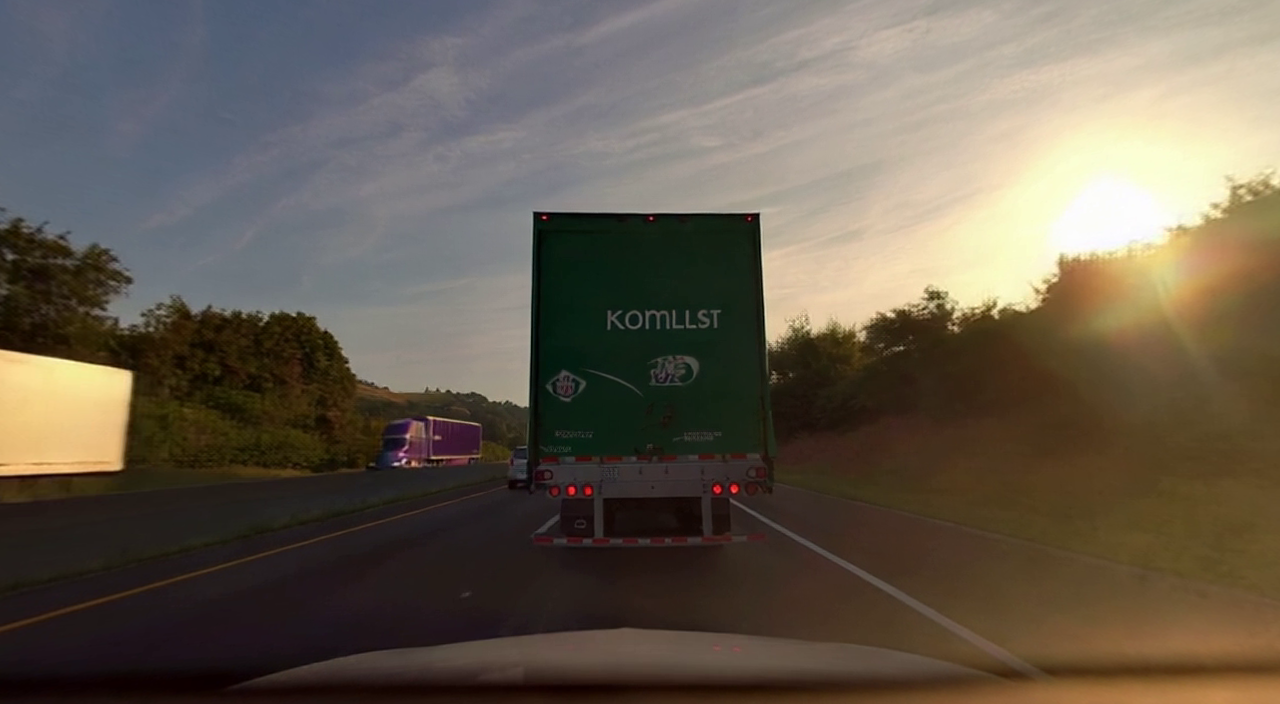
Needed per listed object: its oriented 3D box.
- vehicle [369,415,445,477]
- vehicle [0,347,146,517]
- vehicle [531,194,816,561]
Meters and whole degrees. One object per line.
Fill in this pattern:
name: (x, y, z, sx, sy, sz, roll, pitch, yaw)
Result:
vehicle: (-16.105, 6.581, 44.002, 2.992, 3.946, 5.787, 0, -9, 0)
vehicle: (-16.821, 1.438, 12.075, 2.847, 4.009, 14.414, 0, -9, 1)
vehicle: (0.440, 1.330, 14.598, 3.230, 4.377, 14.405, 0, -9, 0)
